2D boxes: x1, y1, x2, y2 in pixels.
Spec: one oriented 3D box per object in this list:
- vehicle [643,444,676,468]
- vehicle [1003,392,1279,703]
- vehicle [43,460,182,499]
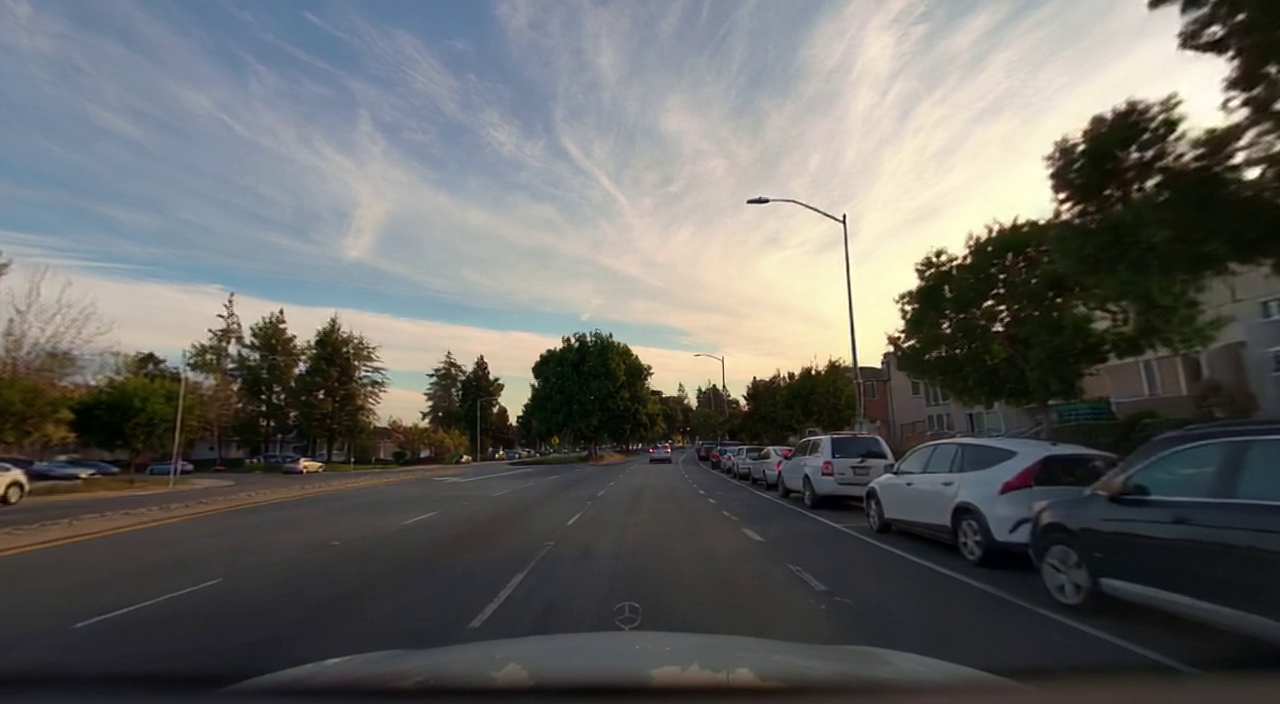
[{"bbox_3d":[1.290,6.727,40.953,2.011,1.480,4.170,-1,-9,2],"label":"vehicle"},{"bbox_3d":[4.427,1.112,3.837,2.011,1.649,4.001,0,-9,0],"label":"vehicle"},{"bbox_3d":[-23.086,5.572,27.884,1.909,1.451,4.757,-1,-9,2],"label":"vehicle"}]
